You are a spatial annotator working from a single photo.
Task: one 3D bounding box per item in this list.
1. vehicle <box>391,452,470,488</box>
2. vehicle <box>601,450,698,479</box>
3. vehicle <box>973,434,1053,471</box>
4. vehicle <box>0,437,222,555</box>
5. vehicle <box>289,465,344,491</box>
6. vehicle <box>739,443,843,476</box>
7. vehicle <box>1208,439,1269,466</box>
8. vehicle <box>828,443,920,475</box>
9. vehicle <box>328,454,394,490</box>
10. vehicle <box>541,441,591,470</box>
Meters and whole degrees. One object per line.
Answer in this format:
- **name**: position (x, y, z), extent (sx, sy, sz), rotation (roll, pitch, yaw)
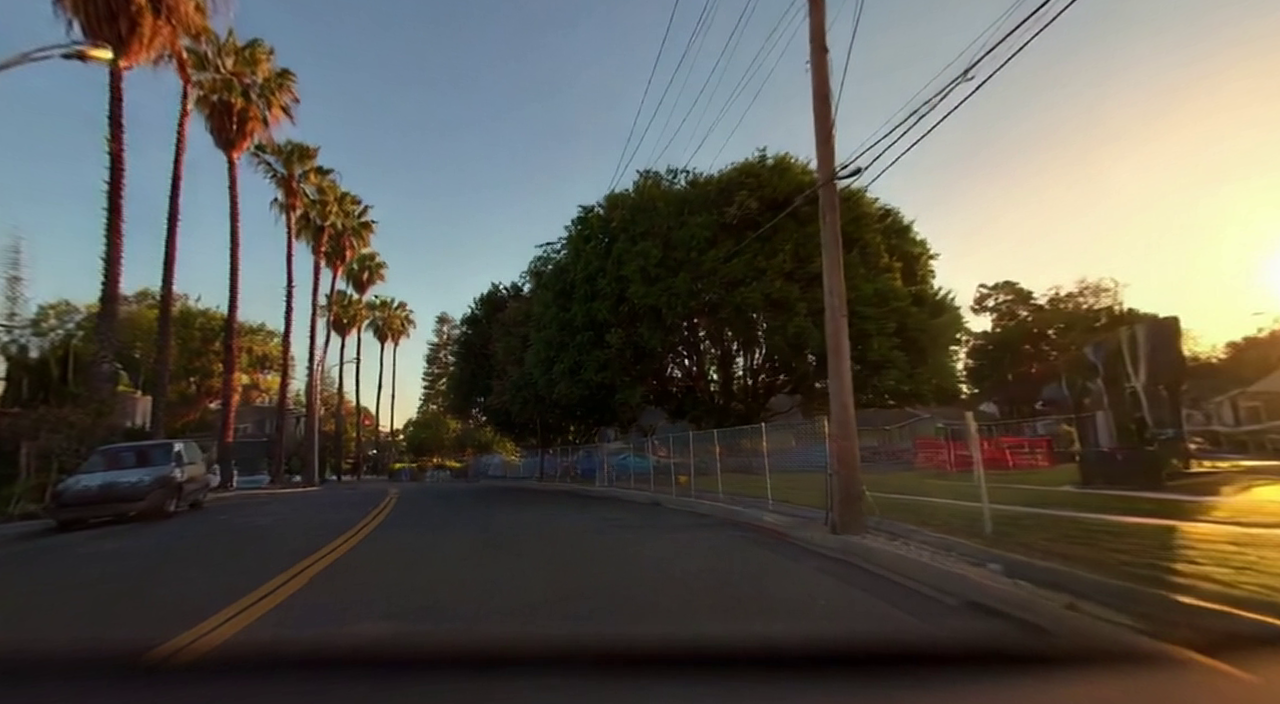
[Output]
- **vehicle**: position (-12.482, 6.962, 37.593), extent (4.586, 1.784, 1.890), rotation (-4, -6, 31)
- **vehicle**: position (0.543, 5.966, 33.628), extent (4.966, 1.377, 1.739), rotation (-1, -6, 7)
- **vehicle**: position (23.175, 6.140, 39.207), extent (4.994, 1.898, 2.267), rotation (2, -6, -35)
- **vehicle**: position (-10.577, 2.748, 13.088), extent (2.059, 1.732, 4.527), rotation (1, -5, -19)
- **vehicle**: position (-23.349, 9.026, 45.528), extent (4.075, 1.482, 1.789), rotation (-5, -6, 35)
- **vehicle**: position (7.937, 5.643, 33.411), extent (4.952, 1.472, 1.837), rotation (0, -5, -7)
- **vehicle**: position (40.837, 6.826, 43.193), extent (1.912, 1.455, 4.268), rotation (-4, -5, 28)
- **vehicle**: position (12.785, 5.809, 34.511), extent (4.461, 1.417, 1.781), rotation (1, -5, -15)
- **vehicle**: position (-18.599, 7.909, 41.988), extent (4.844, 1.974, 2.092), rotation (-6, -7, 40)
- **vehicle**: position (-5.317, 7.496, 46.076), extent (2.164, 1.764, 4.492), rotation (-3, -6, 14)
